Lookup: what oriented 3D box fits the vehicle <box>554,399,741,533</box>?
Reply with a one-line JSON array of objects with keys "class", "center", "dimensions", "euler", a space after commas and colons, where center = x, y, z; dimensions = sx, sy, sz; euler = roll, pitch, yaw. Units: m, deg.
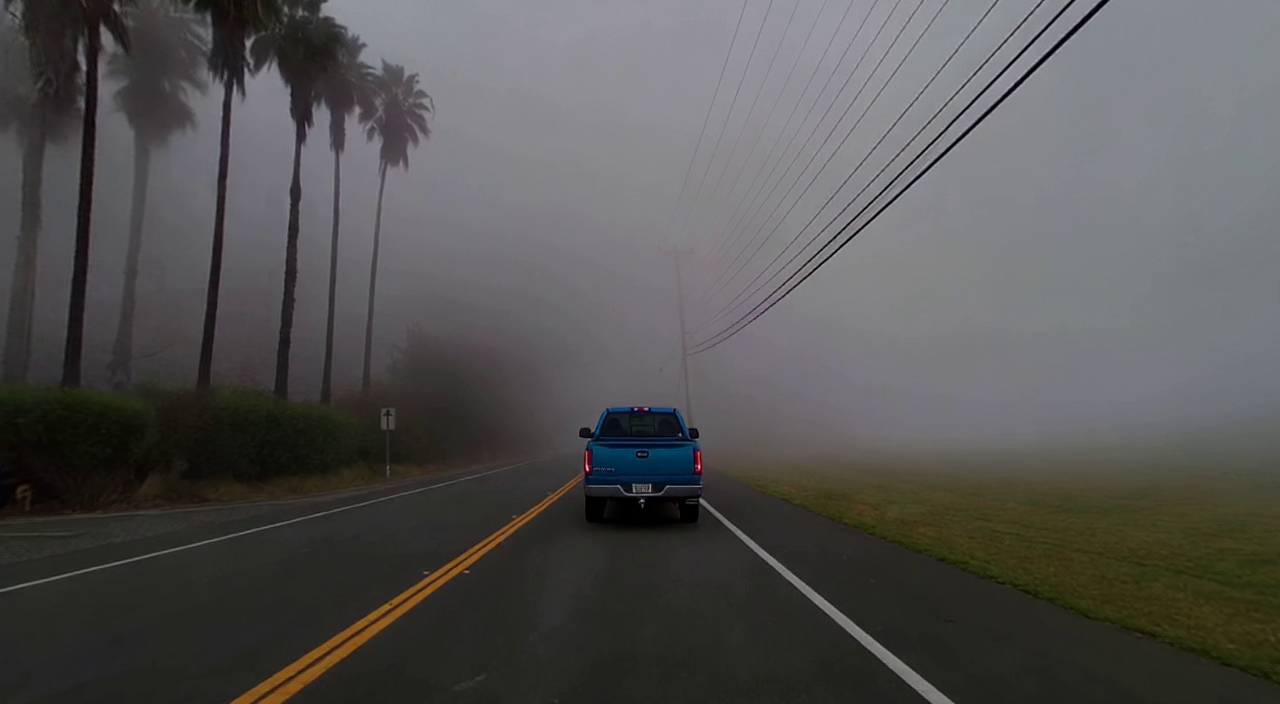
[{"class": "vehicle", "center": [0.077, 2.150, 12.463], "dimensions": [2.803, 2.005, 5.885], "euler": [0, -8, -1]}]
